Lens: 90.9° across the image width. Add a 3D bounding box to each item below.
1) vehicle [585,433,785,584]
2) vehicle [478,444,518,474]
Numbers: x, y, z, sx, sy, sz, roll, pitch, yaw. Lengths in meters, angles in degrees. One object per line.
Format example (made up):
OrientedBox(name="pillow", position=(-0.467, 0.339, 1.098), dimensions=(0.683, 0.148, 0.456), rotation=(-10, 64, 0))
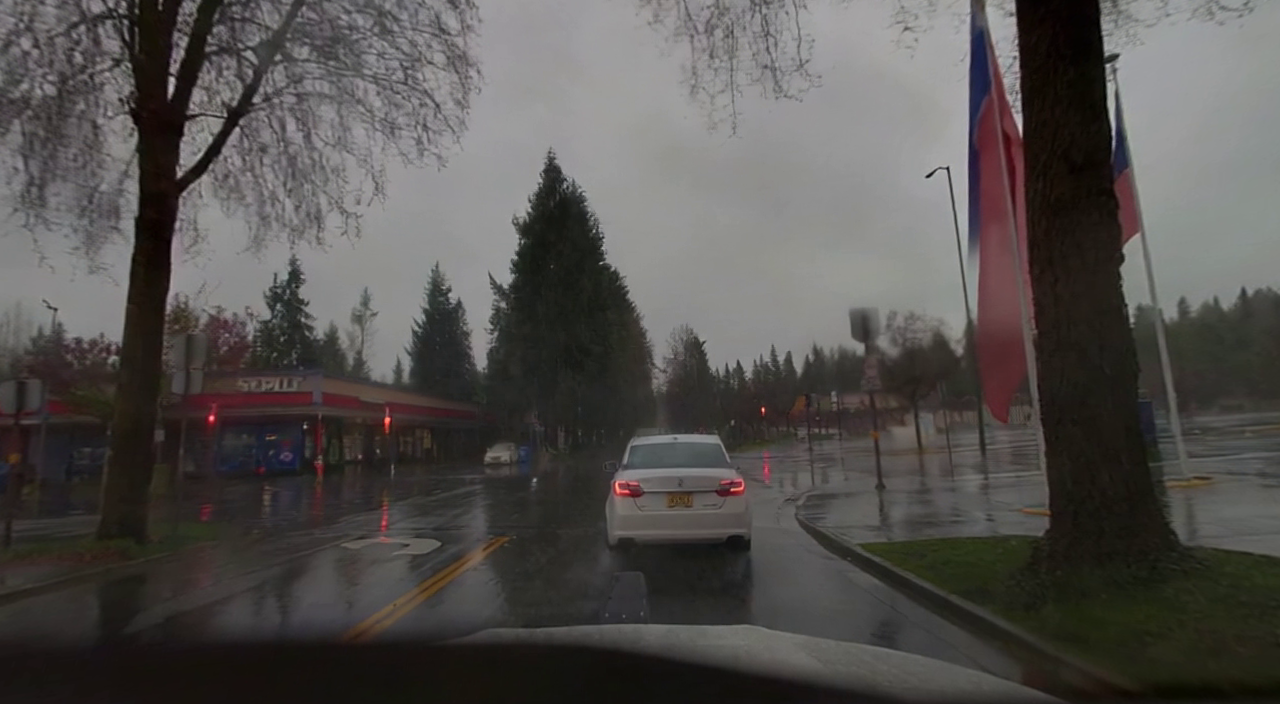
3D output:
OrientedBox(name="vehicle", position=(0.364, 1.840, 8.145), dimensions=(1.985, 1.463, 3.647), rotation=(0, -9, -3))
OrientedBox(name="vehicle", position=(-9.987, 7.561, 44.673), dimensions=(2.212, 1.948, 4.537), rotation=(0, -9, -5))
